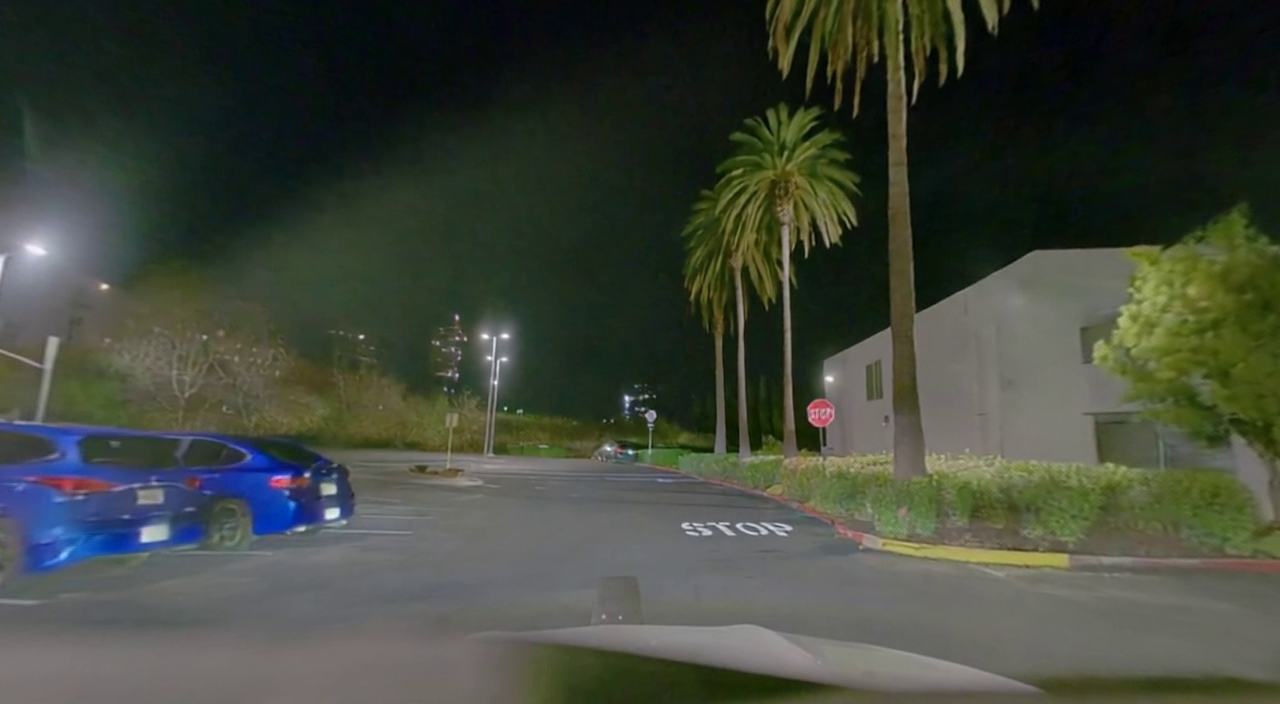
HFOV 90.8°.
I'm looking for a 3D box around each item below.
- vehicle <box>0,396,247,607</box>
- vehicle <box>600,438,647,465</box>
[{"bbox_3d":[-6.985,1.475,6.879,4.272,1.760,2.045,-2,-9,13],"label":"vehicle"},{"bbox_3d":[-1.174,6.744,42.947,2.071,1.700,4.367,2,-9,-17],"label":"vehicle"}]
